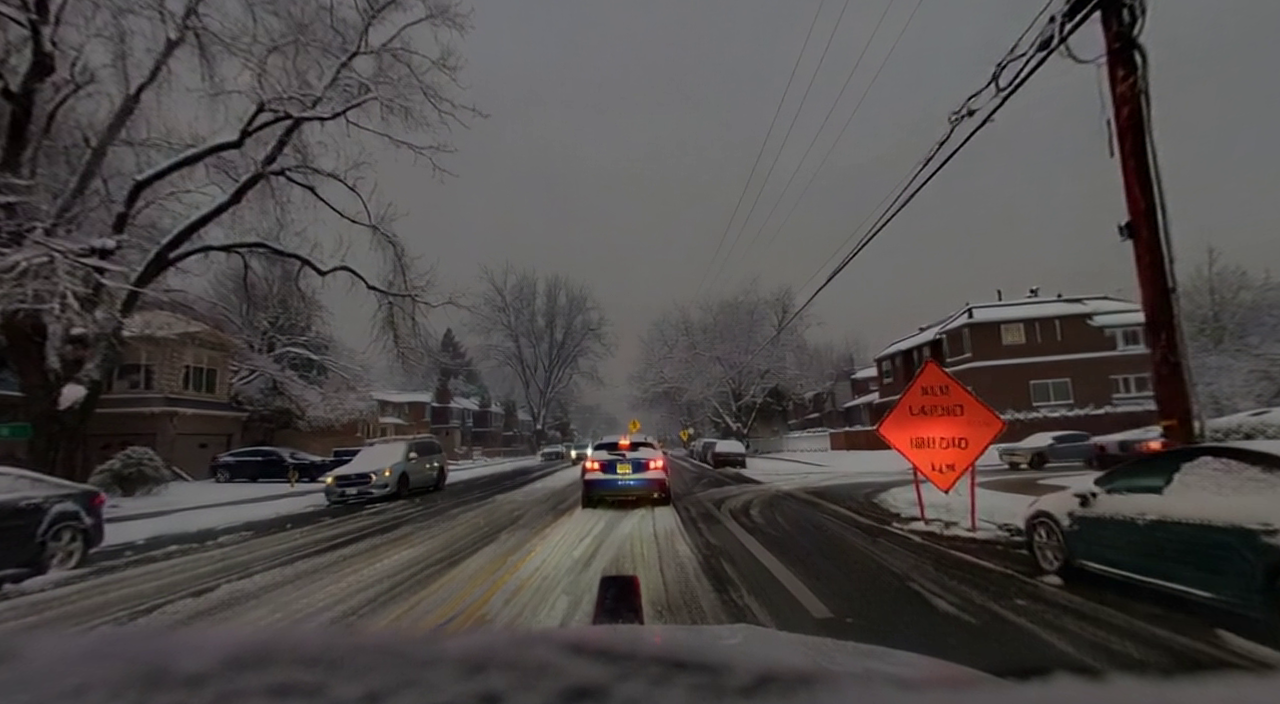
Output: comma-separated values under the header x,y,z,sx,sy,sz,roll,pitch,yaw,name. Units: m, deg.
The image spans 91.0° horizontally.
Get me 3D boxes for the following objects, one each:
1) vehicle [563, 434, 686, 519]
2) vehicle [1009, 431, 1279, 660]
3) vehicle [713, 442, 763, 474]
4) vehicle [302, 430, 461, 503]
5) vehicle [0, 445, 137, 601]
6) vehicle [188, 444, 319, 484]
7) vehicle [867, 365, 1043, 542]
x,y,z,sx,sy,sz,roll,pitch,yaw,name
-0.248,2.491,13.124,2.151,1.481,4.084,0,-8,1,vehicle
5.108,1.355,4.711,1.864,1.480,4.587,0,-8,-1,vehicle
4.911,5.367,32.068,1.985,1.481,4.116,0,-8,1,vehicle
-8.156,3.677,20.797,2.659,2.047,6.014,0,-9,1,vehicle
-7.961,1.798,6.399,2.036,1.676,4.440,0,-8,-1,vehicle
-16.649,4.841,27.286,4.468,1.517,1.796,-1,-9,-2,vehicle
5.265,1.719,10.923,1.409,2.648,2.645,0,-9,-4,vehicle
